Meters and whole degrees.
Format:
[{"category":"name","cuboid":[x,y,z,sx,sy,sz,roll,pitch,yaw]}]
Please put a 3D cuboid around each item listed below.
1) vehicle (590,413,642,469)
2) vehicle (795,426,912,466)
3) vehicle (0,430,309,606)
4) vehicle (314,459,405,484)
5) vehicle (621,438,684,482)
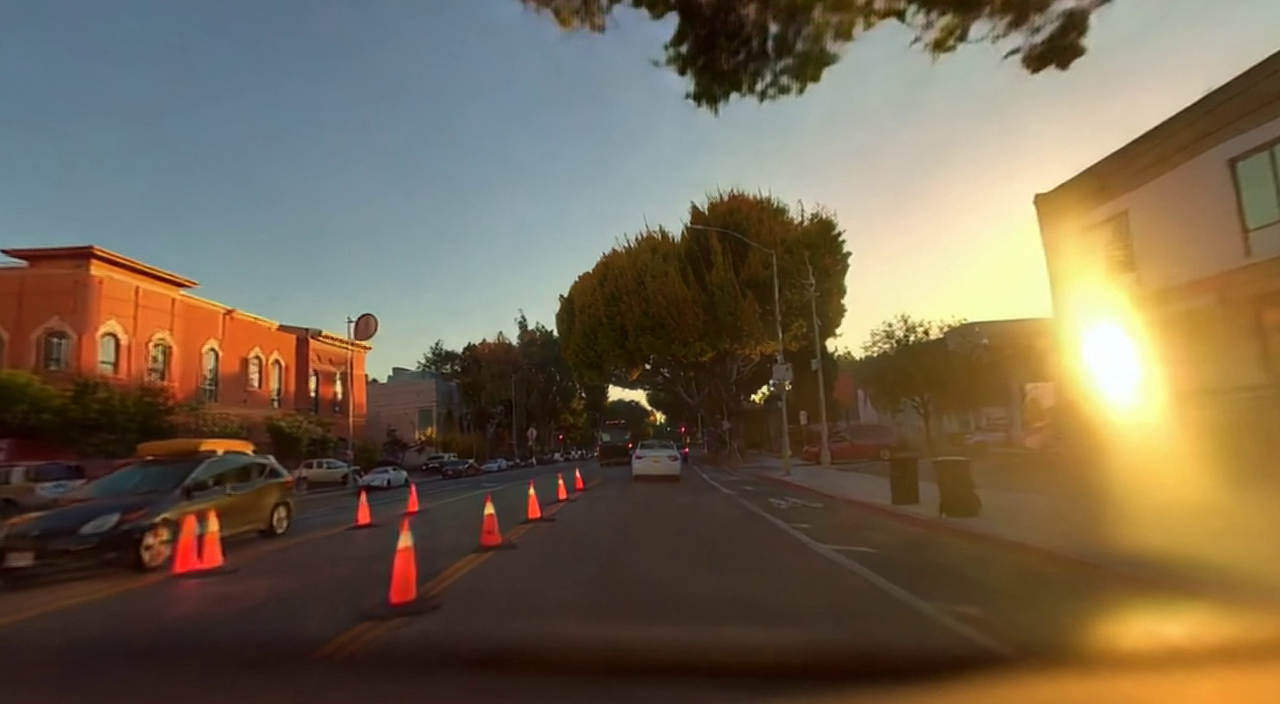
[{"category":"vehicle","cuboid":[-1.461,6.087,43.332,2.977,3.271,12.748,0,-8,-1]},{"category":"vehicle","cuboid":[10.439,4.627,31.224,4.859,1.914,2.333,1,-8,-5]},{"category":"vehicle","cuboid":[-6.897,2.041,8.760,2.016,1.693,4.911,-3,-8,0]},{"category":"vehicle","cuboid":[-18.327,7.829,41.441,4.952,1.510,2.115,-1,-8,5]},{"category":"vehicle","cuboid":[0.502,4.038,23.909,2.159,1.506,4.086,0,-8,2]}]
